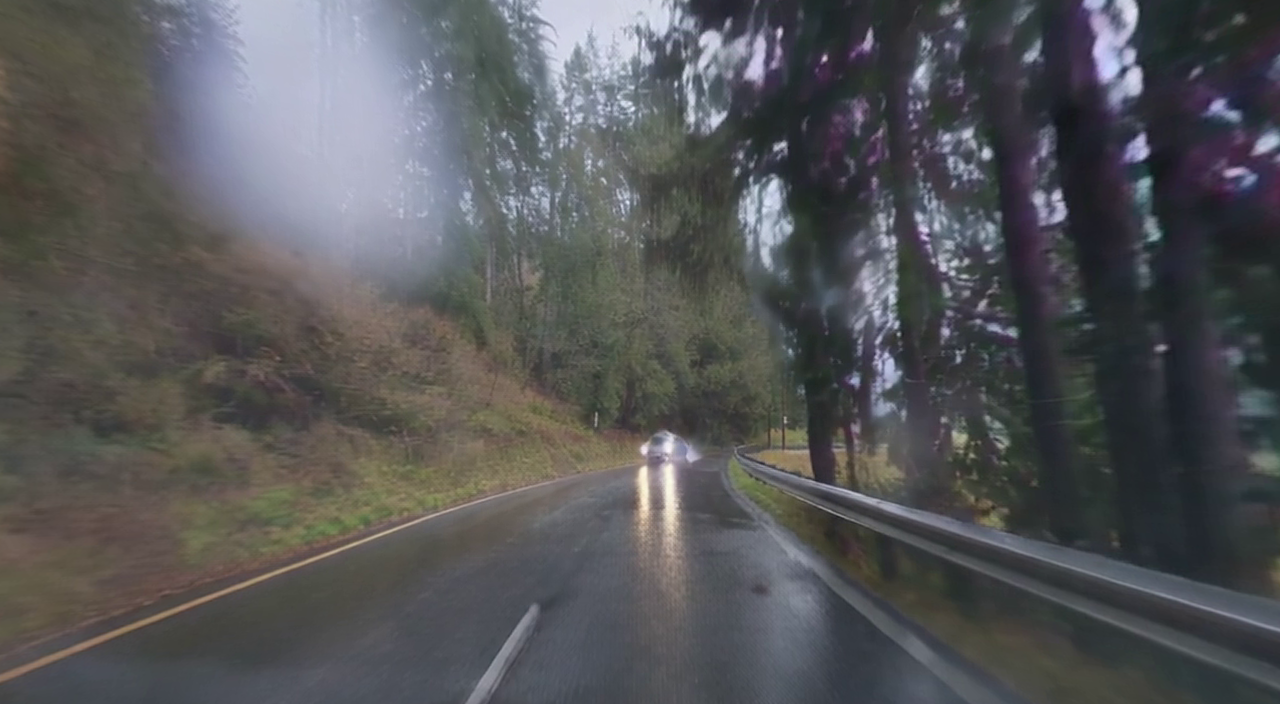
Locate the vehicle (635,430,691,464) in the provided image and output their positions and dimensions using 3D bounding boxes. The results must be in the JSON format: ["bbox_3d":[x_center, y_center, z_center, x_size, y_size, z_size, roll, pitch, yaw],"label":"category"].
[{"bbox_3d":[1.429,5.457,36.269,2.251,1.799,4.776,-3,-9,14],"label":"vehicle"}]
